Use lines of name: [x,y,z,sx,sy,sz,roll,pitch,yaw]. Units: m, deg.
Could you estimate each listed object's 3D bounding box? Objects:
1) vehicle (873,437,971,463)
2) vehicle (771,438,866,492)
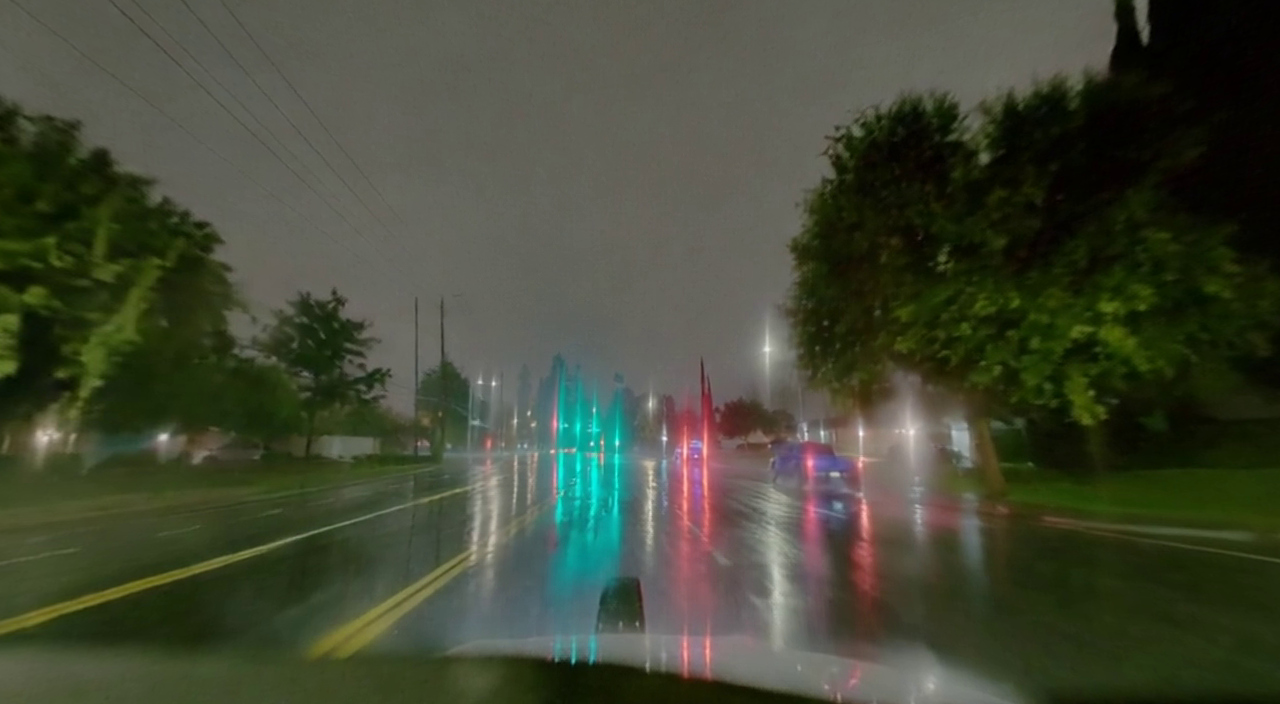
vehicle: [16.128,5.632,36.281,4.656,1.466,1.924,0,-8,-1]
vehicle: [6.261,3.992,22.727,2.024,1.710,4.525,0,-9,-1]
